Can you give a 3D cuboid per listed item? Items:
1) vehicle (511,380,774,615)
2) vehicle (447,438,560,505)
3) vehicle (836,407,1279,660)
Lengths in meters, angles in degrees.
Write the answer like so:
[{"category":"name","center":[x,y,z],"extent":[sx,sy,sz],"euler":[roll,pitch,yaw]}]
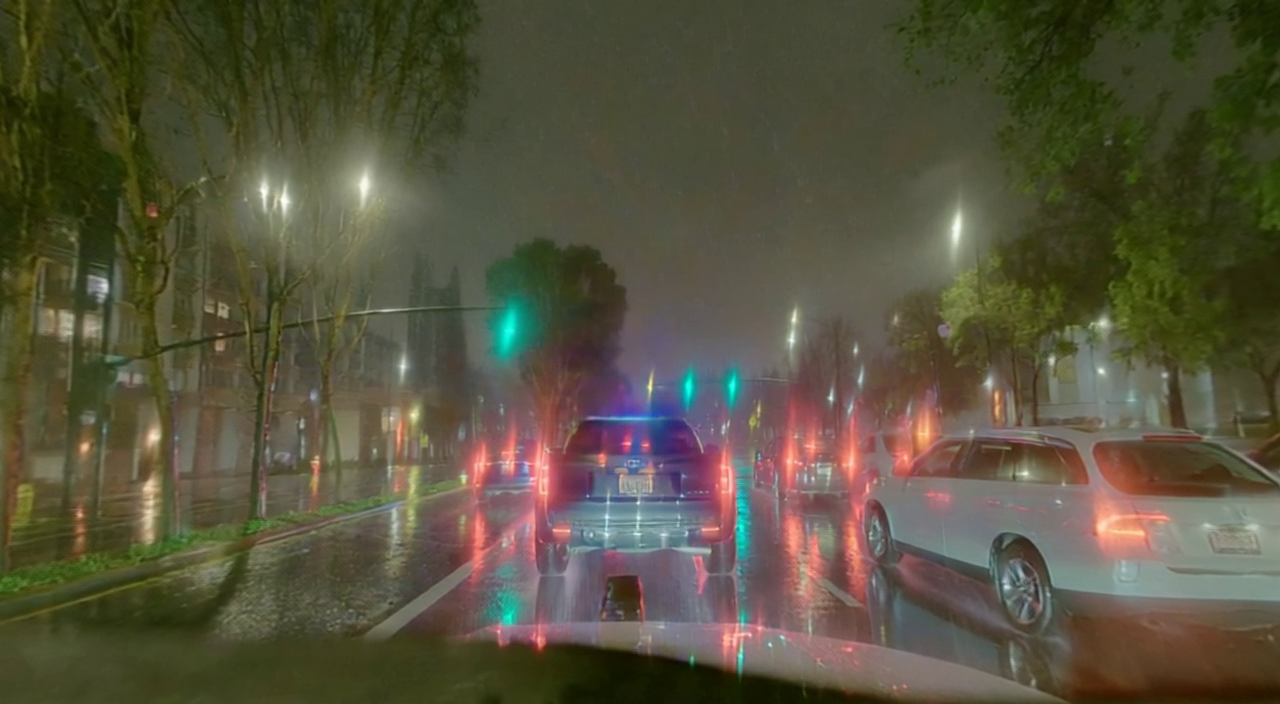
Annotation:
[{"category":"vehicle","center":[-0.029,1.456,7.256],"extent":[2.038,1.819,4.505],"euler":[0,-8,-1]},{"category":"vehicle","center":[-3.306,2.977,16.209],"extent":[1.913,1.464,4.276],"euler":[0,-8,0]},{"category":"vehicle","center":[3.650,1.409,6.078],"extent":[1.995,1.483,4.533],"euler":[0,-8,-1]}]
